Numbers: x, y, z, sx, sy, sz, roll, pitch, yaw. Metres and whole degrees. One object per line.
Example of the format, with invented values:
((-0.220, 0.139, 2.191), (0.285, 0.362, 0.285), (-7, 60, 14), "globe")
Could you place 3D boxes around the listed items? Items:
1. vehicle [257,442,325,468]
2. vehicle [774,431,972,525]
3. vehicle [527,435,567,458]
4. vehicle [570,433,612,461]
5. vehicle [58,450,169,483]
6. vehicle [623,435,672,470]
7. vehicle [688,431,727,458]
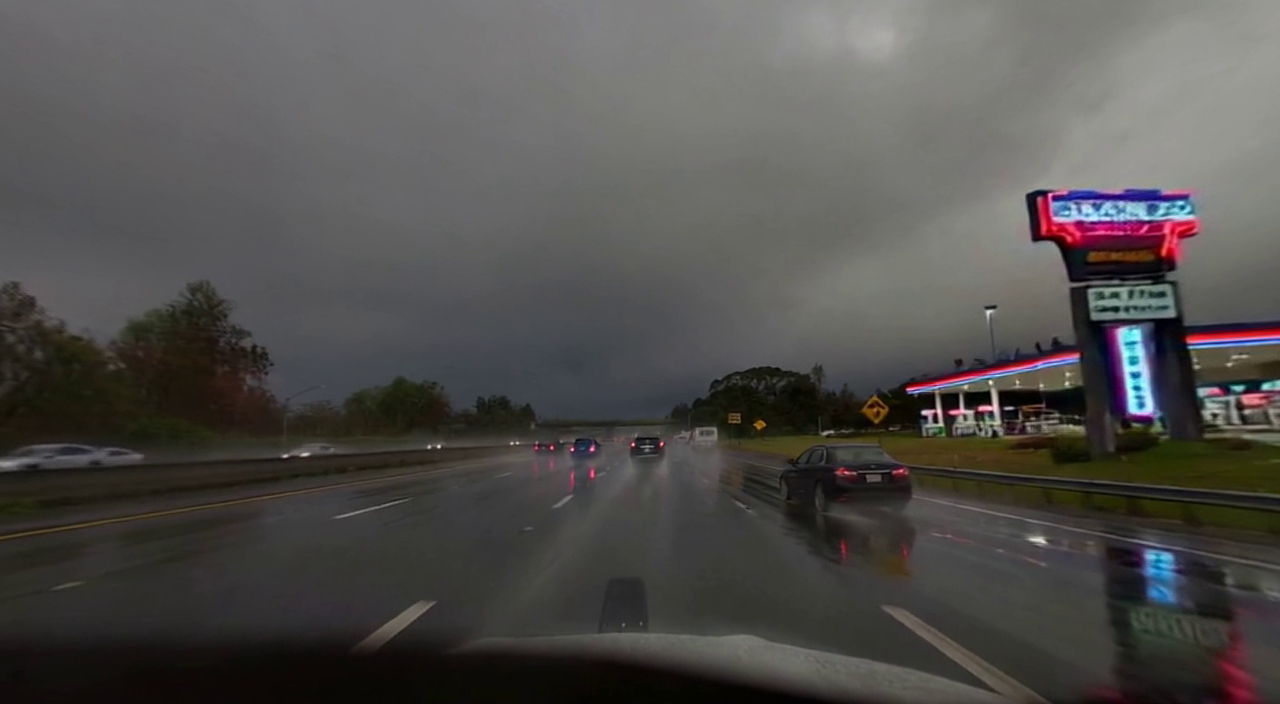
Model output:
((-21.454, 6.348, 38.978), (1.853, 1.488, 4.035), (0, -8, 1), "vehicle")
((4.081, 2.271, 11.995), (2.030, 1.442, 4.358), (0, -8, -1), "vehicle")
((-6.436, 6.601, 43.995), (1.932, 1.497, 4.458), (0, -8, 2), "vehicle")
((-2.854, 5.686, 37.813), (1.927, 1.586, 5.142), (0, -8, 2), "vehicle")
((-25.272, 5.494, 30.495), (1.784, 1.424, 4.083), (0, -8, 1), "vehicle")
((0.347, 4.599, 29.079), (2.113, 1.464, 4.073), (0, -8, 1), "vehicle")
((4.698, 6.485, 44.419), (2.261, 1.781, 4.709), (0, -8, 0), "vehicle")
